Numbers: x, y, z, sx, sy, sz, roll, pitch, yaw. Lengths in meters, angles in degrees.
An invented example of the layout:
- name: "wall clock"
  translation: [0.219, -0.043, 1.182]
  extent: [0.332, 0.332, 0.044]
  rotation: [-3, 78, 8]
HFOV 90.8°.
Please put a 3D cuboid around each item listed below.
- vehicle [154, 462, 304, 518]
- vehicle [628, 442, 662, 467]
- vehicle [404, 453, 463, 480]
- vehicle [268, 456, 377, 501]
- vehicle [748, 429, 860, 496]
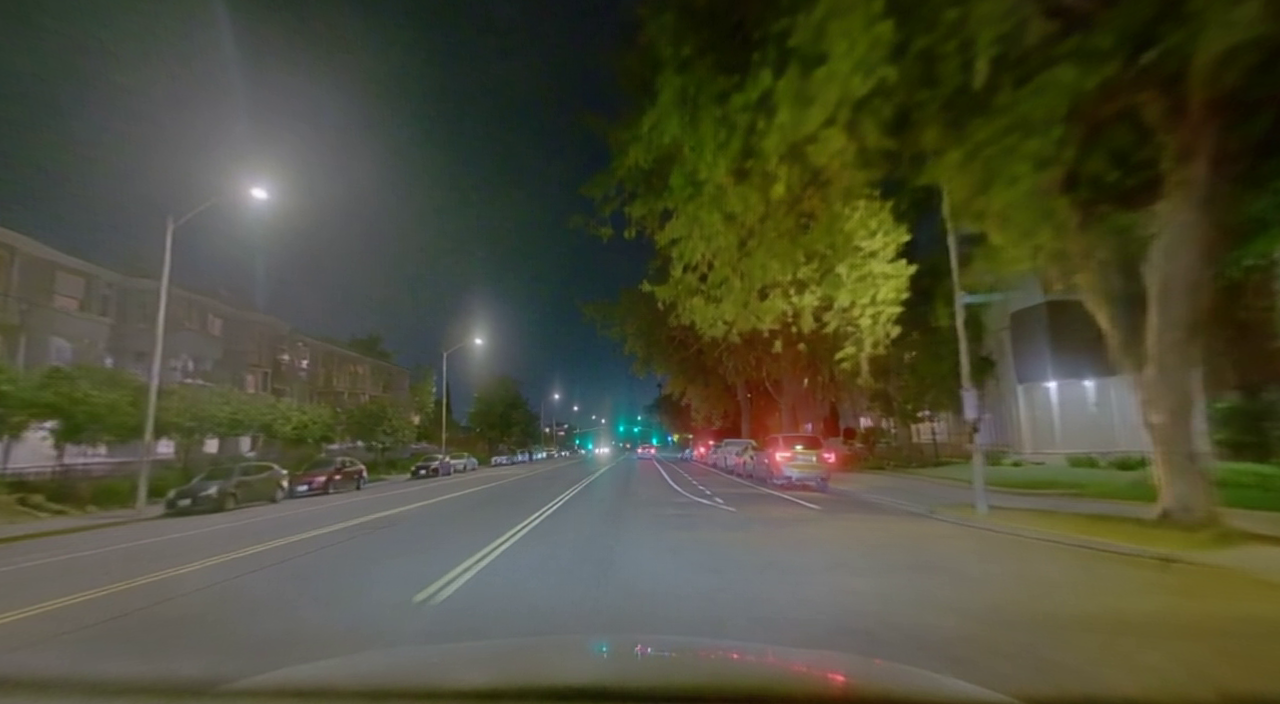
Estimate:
- name: "vehicle"
  translation: [-12.776, 4.279, 20.043]
  extent: [1.834, 1.467, 4.357]
  rotation: [0, -9, -1]
- name: "vehicle"
  translation: [0.261, 6.379, 39.571]
  extent: [2.022, 1.471, 3.973]
  rotation: [0, -9, -1]
- name: "vehicle"
  translation: [-12.803, 7.122, 39.518]
  extent: [1.969, 1.490, 4.675]
  rotation: [0, -9, 1]
- name: "vehicle"
  translation: [-12.690, 5.053, 25.658]
  extent: [1.880, 1.523, 4.833]
  rotation: [0, -9, 1]
- name: "vehicle"
  translation: [4.869, 3.374, 19.677]
  extent: [2.022, 1.799, 5.105]
  rotation: [0, -9, -1]
